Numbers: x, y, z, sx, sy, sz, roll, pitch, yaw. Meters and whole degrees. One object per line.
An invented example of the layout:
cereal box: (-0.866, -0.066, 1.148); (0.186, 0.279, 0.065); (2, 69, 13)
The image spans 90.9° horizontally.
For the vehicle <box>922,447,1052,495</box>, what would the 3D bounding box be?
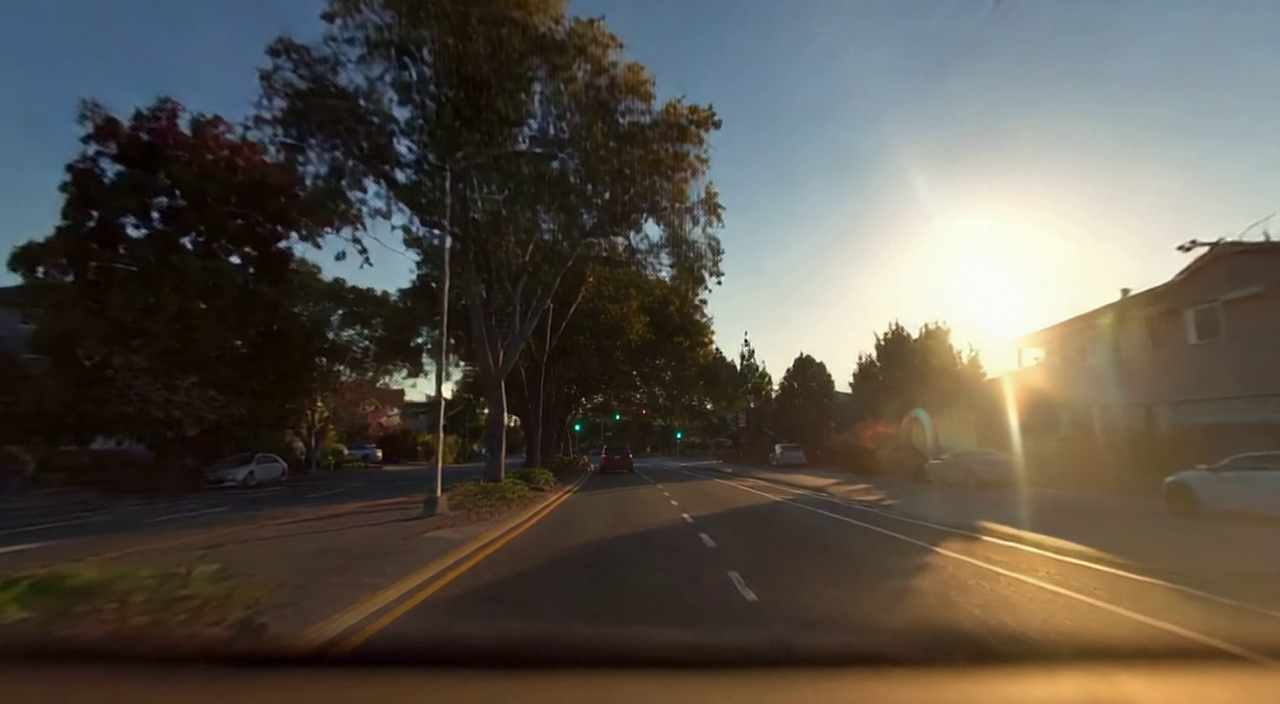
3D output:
vehicle: (11.650, 3.986, 21.573); (1.839, 1.445, 4.484); (0, -9, -1)

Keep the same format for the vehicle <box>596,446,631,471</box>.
vehicle: (-1.710, 6.738, 40.051); (2.113, 1.462, 4.203); (1, -9, -4)

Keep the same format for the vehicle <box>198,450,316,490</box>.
vehicle: (-15.330, 4.713, 25.564); (2.070, 1.469, 4.524); (0, -9, -2)

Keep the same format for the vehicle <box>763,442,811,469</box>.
vehicle: (10.227, 7.245, 44.211); (2.145, 1.795, 4.992); (0, -9, -1)

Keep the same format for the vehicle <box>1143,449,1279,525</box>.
vehicle: (11.603, 2.296, 10.835); (2.015, 1.231, 4.748); (0, -9, 0)
